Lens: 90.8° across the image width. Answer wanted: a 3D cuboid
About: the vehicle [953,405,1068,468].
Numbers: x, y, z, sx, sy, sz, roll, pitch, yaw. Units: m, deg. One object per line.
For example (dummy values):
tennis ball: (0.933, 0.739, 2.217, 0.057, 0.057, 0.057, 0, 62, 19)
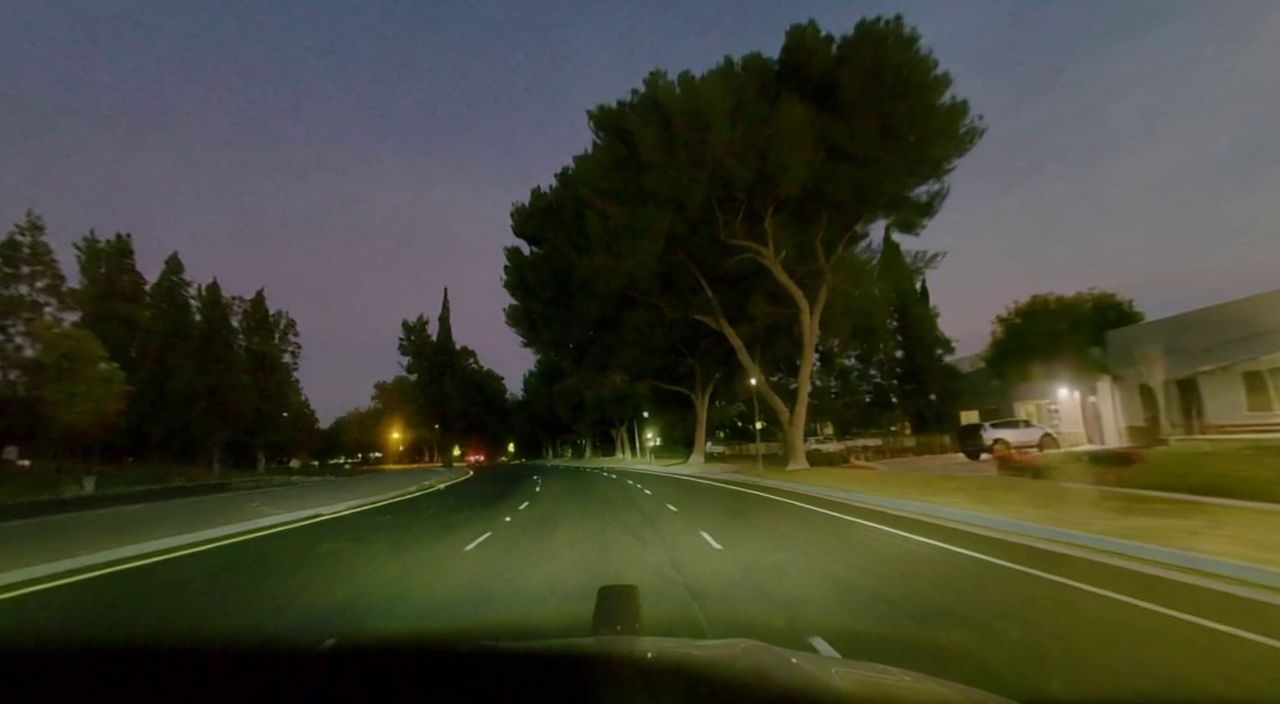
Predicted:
vehicle: (12.791, 2.948, 21.648, 2.110, 1.863, 4.977, -11, -13, 42)
